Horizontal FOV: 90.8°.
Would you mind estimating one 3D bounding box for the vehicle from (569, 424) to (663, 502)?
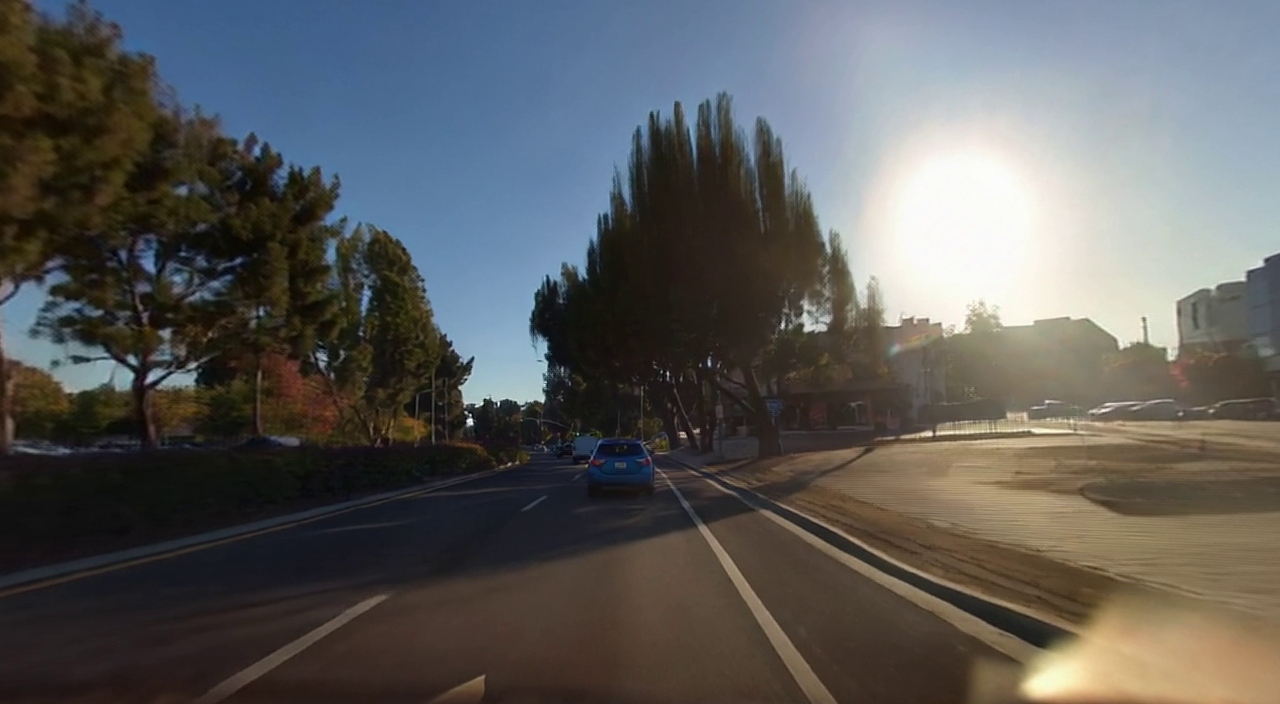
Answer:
[{"bbox_3d":[-0.578,2.845,16.548,2.131,1.761,4.242,0,-8,-1],"label":"vehicle"}]
